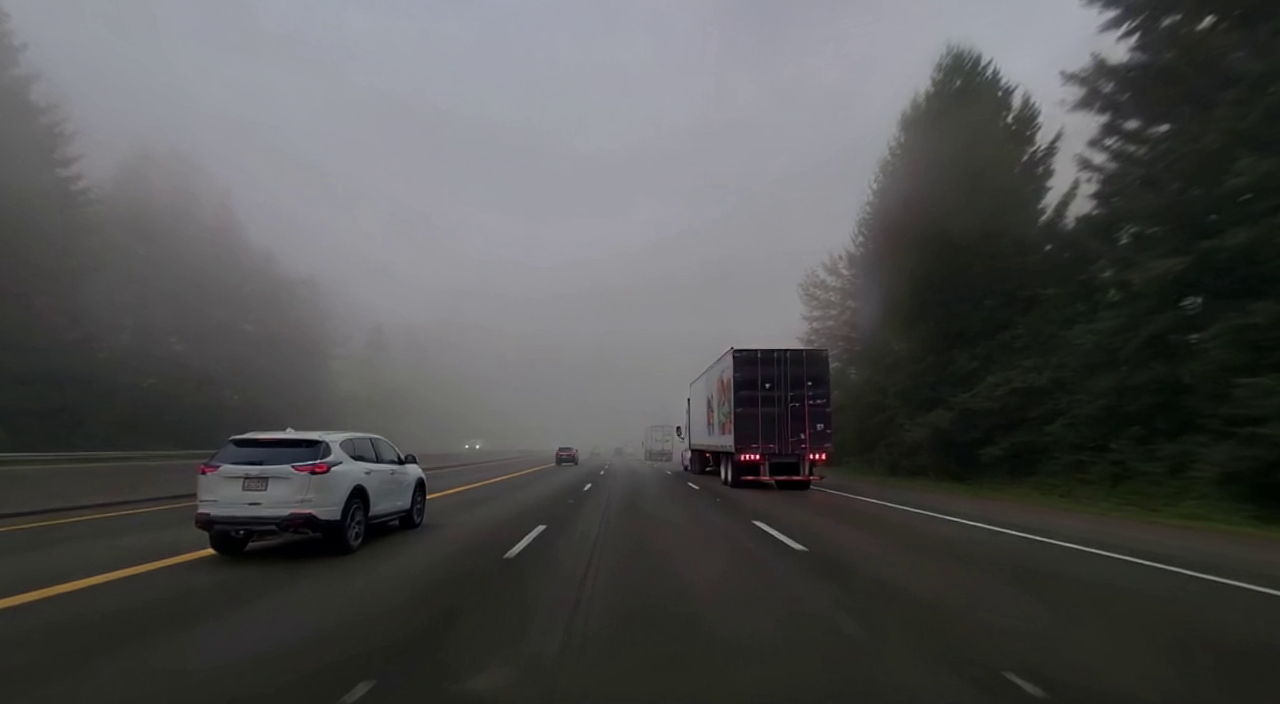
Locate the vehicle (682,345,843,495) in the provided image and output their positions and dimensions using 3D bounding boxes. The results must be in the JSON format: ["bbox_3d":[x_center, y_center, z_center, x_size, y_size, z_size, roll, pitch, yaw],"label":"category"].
[{"bbox_3d":[3.723,2.854,23.814,2.933,4.016,13.949,0,-9,-1],"label":"vehicle"}]

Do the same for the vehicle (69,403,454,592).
[{"bbox_3d":[-4.262,1.728,8.312,2.202,1.760,4.617,0,-9,0],"label":"vehicle"}]

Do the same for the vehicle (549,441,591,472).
[{"bbox_3d":[-4.234,6.393,38.604,2.139,1.716,4.530,0,-9,-1],"label":"vehicle"}]
